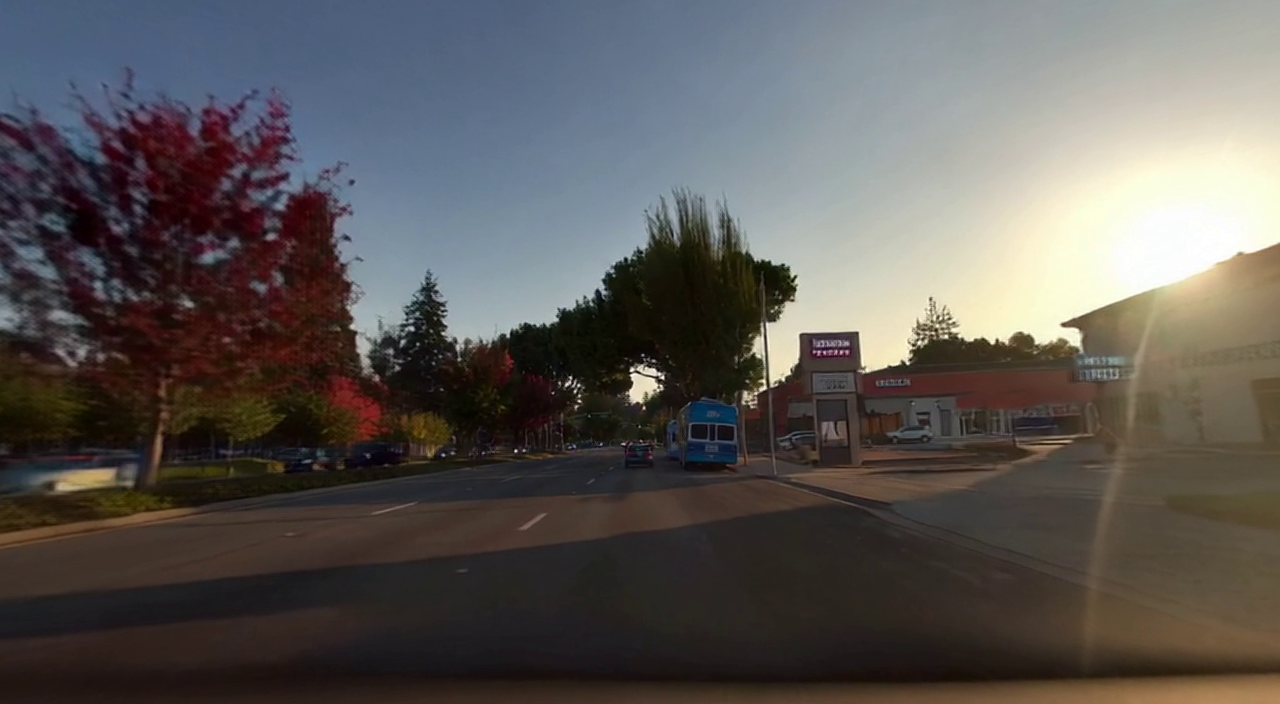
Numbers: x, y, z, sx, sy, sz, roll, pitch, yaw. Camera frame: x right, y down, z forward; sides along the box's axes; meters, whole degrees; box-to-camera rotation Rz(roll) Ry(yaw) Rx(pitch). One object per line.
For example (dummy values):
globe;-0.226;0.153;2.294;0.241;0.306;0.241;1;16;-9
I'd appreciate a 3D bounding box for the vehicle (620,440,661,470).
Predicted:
vehicle;-0.014;5.664;34.760;2.103;1.506;4.742;0;-9;-1

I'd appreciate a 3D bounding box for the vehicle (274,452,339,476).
vehicle;-22.395;7.506;42.582;1.900;1.448;4.562;0;-9;0

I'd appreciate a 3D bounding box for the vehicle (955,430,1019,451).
vehicle;25.884;6.597;47.064;4.196;1.520;1.953;4;-10;-24

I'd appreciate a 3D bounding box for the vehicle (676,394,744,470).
vehicle;3.851;4.773;36.979;2.896;3.921;8.415;0;-9;-1

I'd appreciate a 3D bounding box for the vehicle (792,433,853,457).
vehicle;13.694;6.977;47.435;4.037;1.538;1.912;-7;-10;25

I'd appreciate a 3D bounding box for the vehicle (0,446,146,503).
vehicle;-18.222;3.738;19.766;1.832;1.528;4.603;0;-9;0

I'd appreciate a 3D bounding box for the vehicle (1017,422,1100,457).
vehicle;23.950;4.990;36.116;4.430;1.659;1.905;1;-10;-29

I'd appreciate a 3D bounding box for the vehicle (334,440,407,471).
vehicle;-14.970;5.774;35.389;1.983;1.630;4.568;0;-9;1
